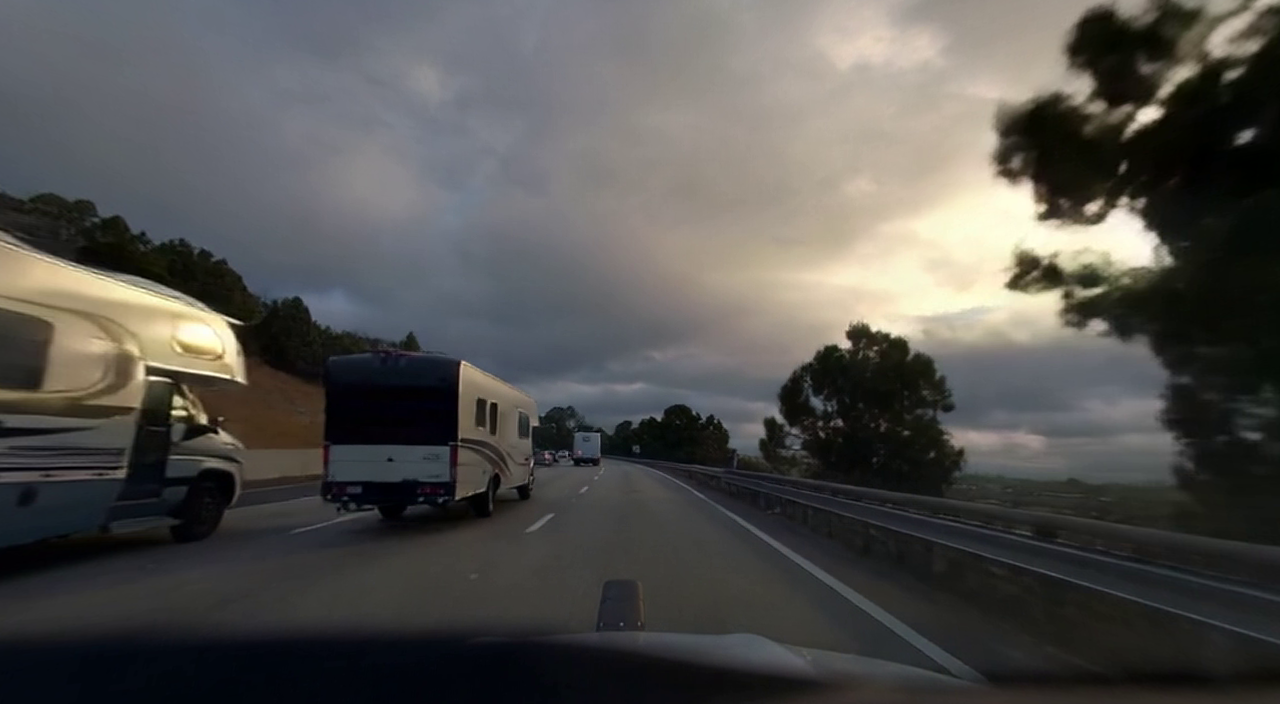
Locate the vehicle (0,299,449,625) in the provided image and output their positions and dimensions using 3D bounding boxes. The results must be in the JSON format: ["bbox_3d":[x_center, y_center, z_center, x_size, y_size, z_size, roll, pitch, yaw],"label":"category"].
[{"bbox_3d":[-3.890,1.127,6.944,2.331,2.583,3.743,0,-9,0],"label":"vehicle"}]
